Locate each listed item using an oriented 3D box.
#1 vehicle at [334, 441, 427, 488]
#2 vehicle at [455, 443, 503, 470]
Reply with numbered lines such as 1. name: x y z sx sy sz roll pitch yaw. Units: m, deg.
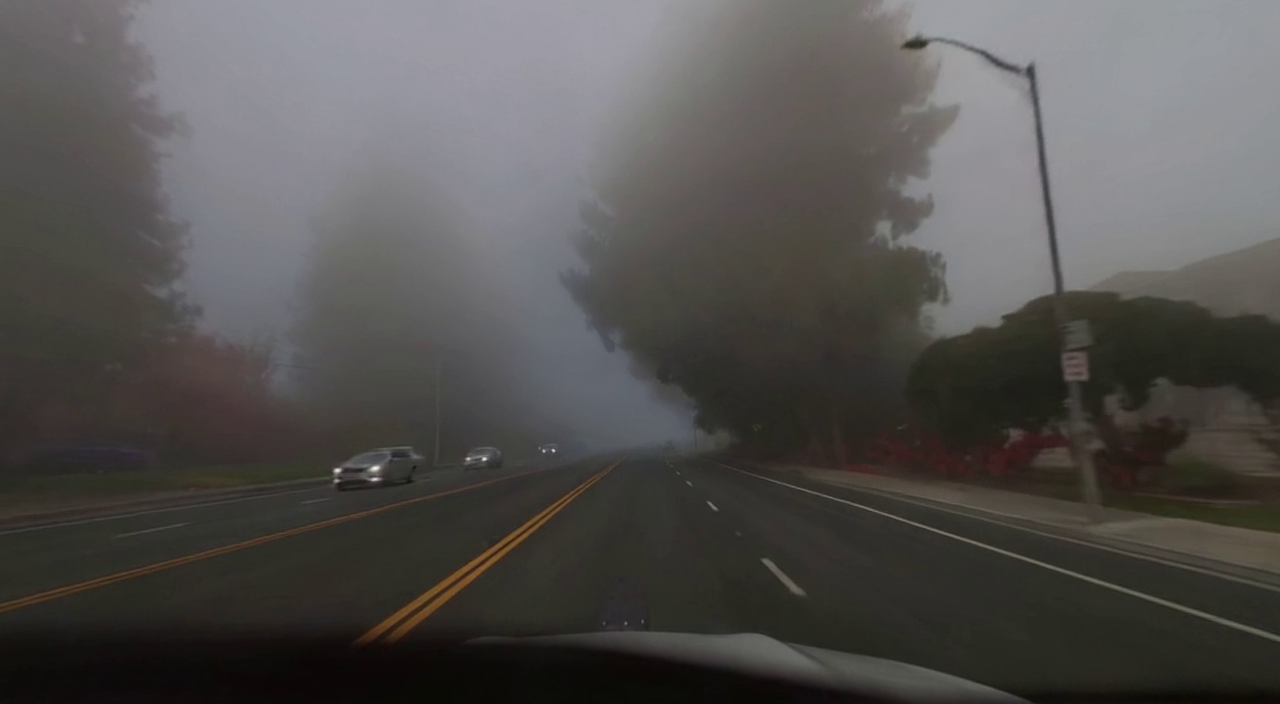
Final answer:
1. vehicle: -10.090 4.363 24.877 1.962 1.680 3.925 0 -8 1
2. vehicle: -10.211 6.635 40.336 1.913 1.641 4.243 0 -8 1
